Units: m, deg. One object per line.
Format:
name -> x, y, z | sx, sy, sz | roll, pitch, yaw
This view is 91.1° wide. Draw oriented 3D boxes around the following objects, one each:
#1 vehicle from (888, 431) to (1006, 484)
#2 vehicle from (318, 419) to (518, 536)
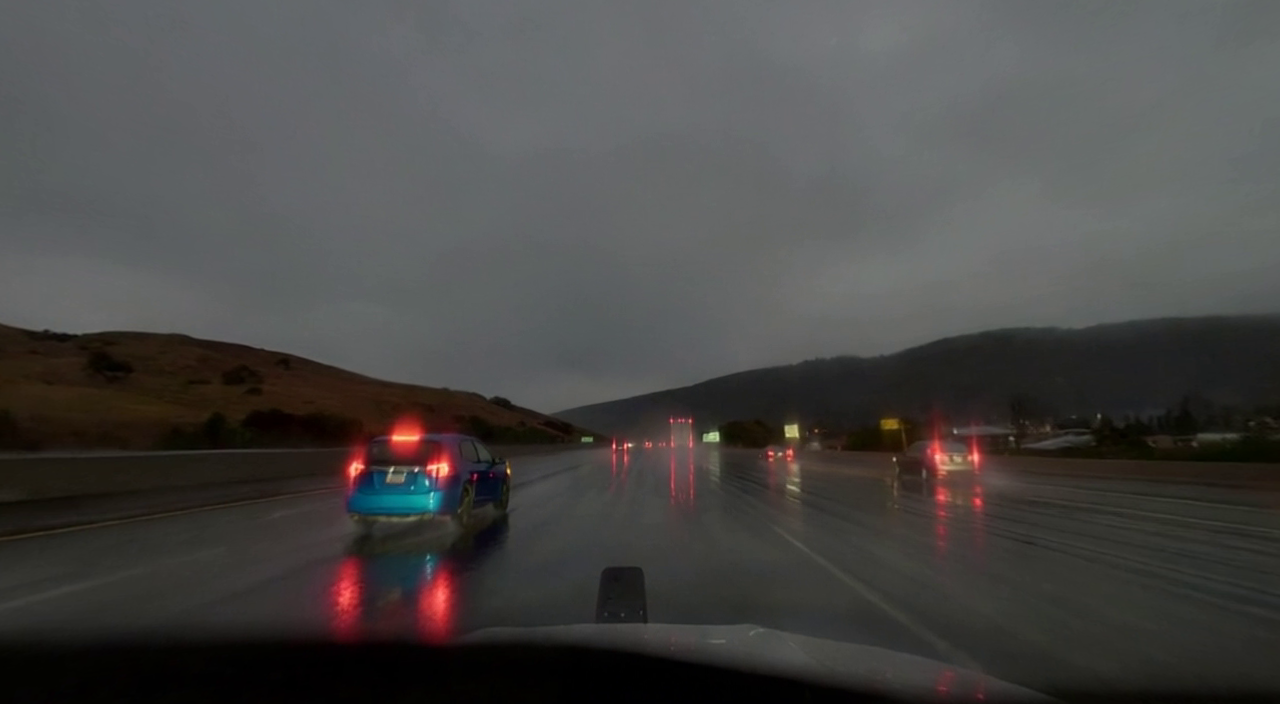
vehicle -> 11.188, 3.886, 23.350 | 2.062, 1.736, 4.589 | 0, -8, 0
vehicle -> -3.504, 2.055, 10.809 | 1.967, 1.615, 3.886 | 0, -8, 1
